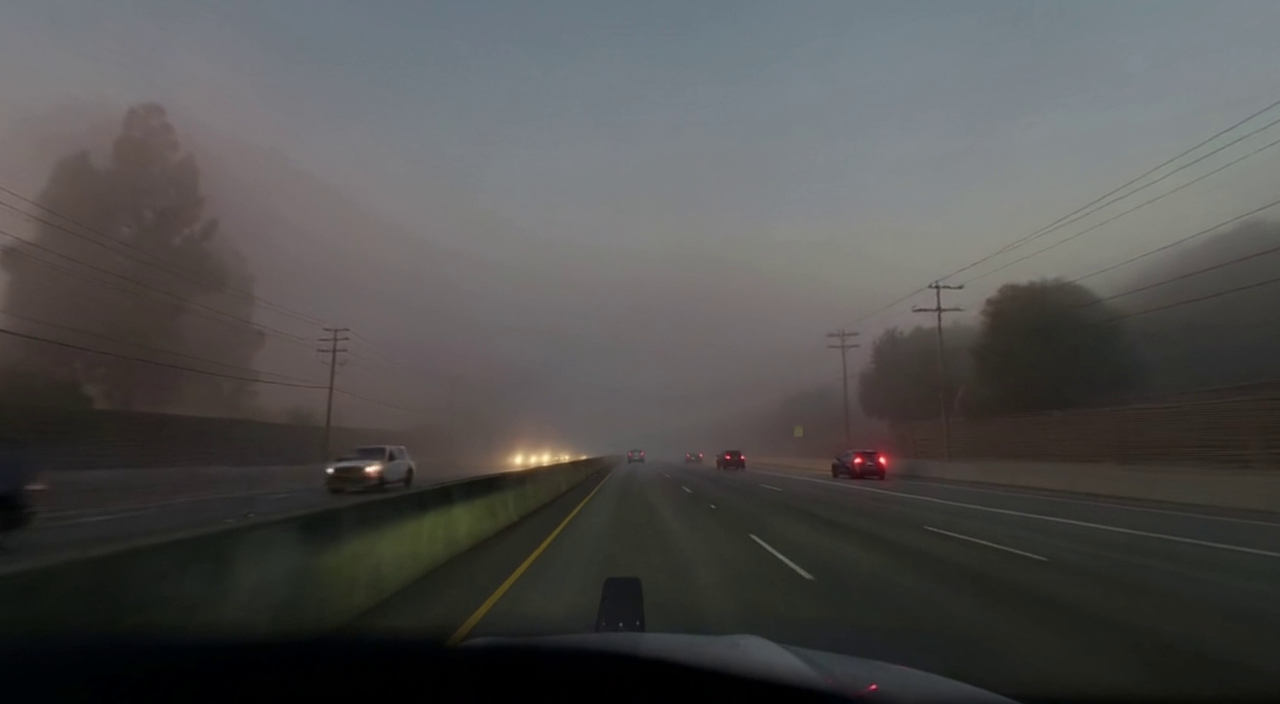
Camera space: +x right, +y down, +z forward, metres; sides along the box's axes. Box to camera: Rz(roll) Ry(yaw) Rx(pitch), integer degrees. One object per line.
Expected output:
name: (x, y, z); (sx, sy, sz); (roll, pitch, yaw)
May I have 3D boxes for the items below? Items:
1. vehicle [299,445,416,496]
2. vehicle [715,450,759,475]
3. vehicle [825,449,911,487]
vehicle: (-9.982, 4.192, 22.789); (2.170, 1.635, 4.356); (0, -9, 0)
vehicle: (6.312, 7.189, 41.505); (2.069, 1.520, 4.614); (0, -9, -1)
vehicle: (9.680, 4.936, 27.239); (1.969, 1.506, 4.422); (0, -9, -1)
